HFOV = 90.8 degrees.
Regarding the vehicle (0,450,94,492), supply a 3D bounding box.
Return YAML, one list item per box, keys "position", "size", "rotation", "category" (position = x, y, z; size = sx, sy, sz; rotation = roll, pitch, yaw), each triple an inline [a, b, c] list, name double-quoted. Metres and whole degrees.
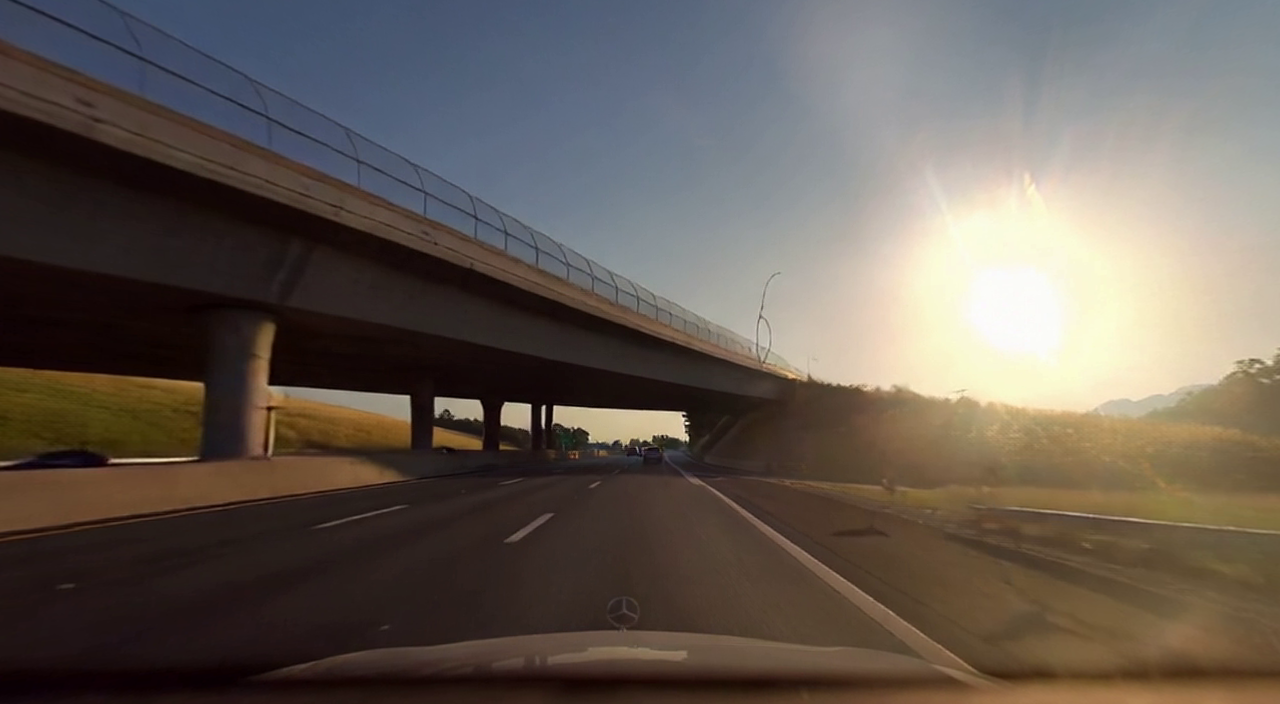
- position: [-24.132, 4.546, 24.317]
  size: [2.148, 1.493, 4.415]
  rotation: [0, -9, 1]
  category: "vehicle"
